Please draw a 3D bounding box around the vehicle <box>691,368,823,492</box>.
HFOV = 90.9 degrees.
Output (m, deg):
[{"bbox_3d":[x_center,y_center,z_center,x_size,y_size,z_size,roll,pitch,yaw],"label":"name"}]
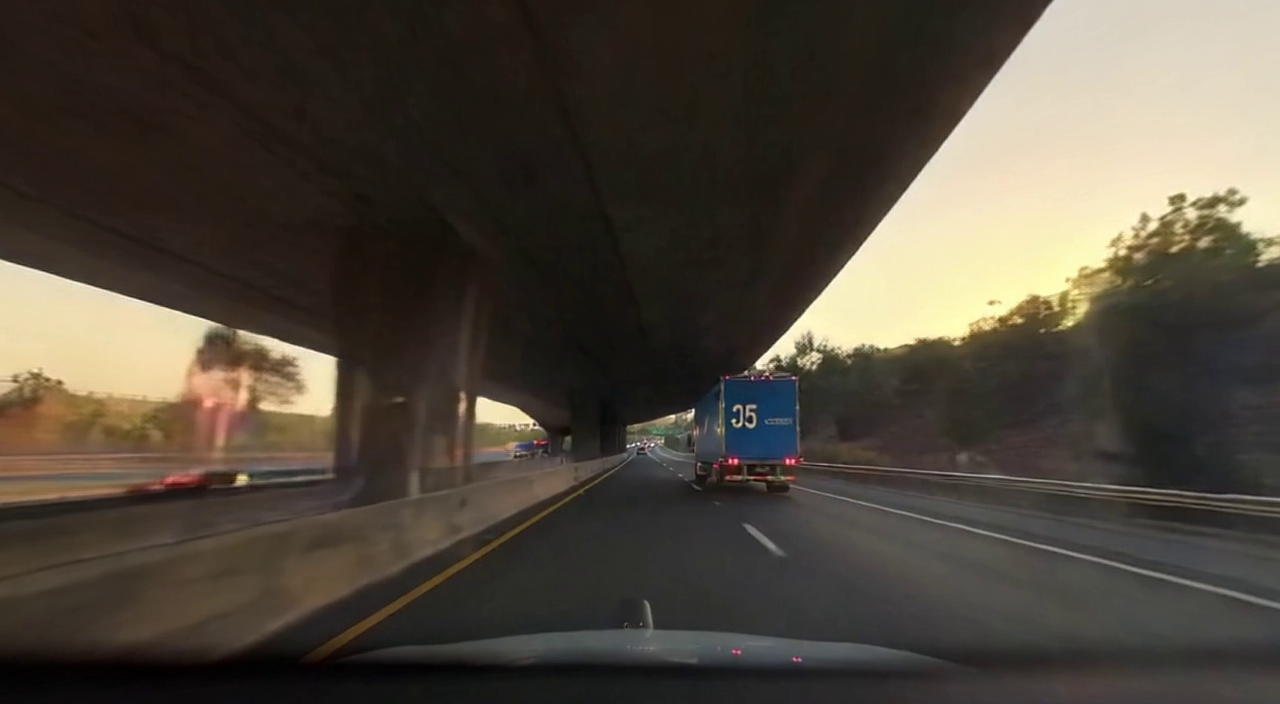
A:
[{"bbox_3d":[3.942,3.138,24.189,3.107,3.718,10.231,0,-9,0],"label":"vehicle"}]
